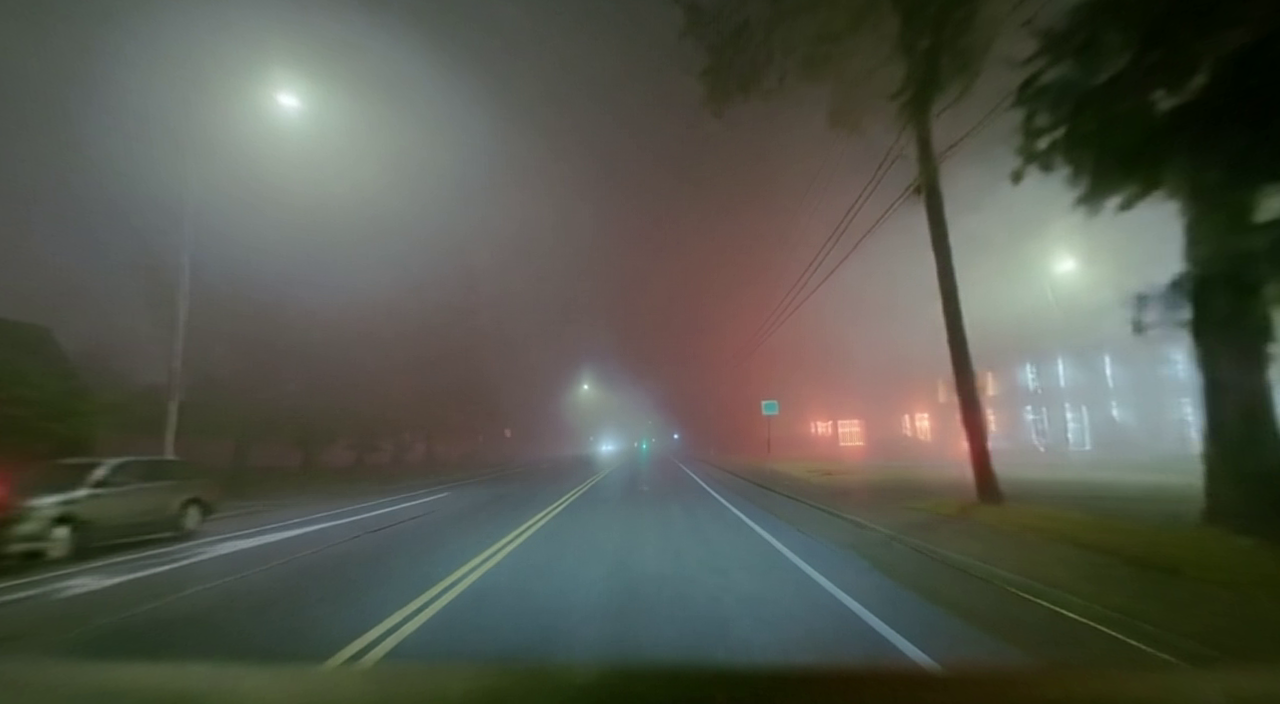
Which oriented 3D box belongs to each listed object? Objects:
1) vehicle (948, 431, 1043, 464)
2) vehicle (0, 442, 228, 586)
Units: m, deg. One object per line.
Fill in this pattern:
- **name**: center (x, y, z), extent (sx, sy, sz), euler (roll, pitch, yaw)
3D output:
- **vehicle**: center (20.336, 5.482, 36.221), extent (4.151, 1.730, 2.131), euler (0, -9, 4)
- **vehicle**: center (-7.981, 2.065, 8.478), extent (1.864, 1.442, 4.269), euler (-3, -6, 3)
